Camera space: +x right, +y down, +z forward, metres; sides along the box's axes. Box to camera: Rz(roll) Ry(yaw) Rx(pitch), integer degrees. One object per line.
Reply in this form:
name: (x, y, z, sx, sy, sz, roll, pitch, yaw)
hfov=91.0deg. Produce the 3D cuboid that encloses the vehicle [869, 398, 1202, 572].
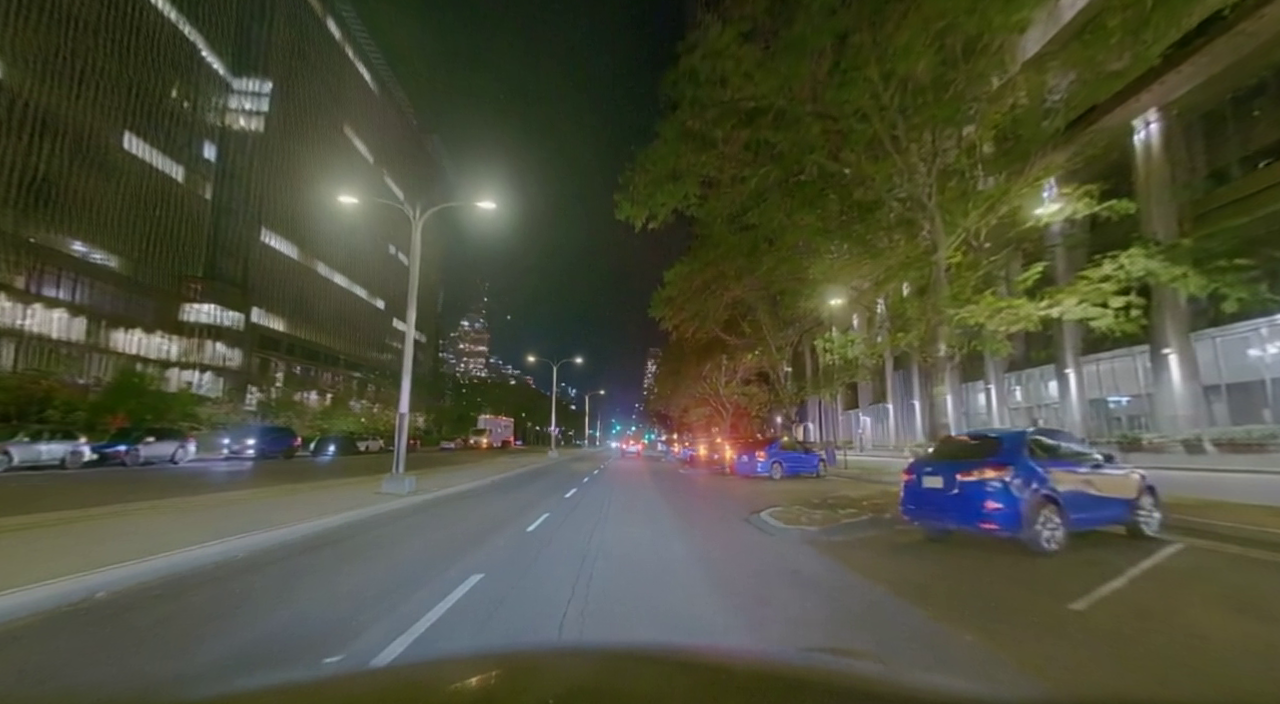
vehicle: (5.000, 1.507, 7.859, 3.995, 1.604, 1.973, 5, -10, -34)

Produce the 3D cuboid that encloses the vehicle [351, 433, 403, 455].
vehicle: (-19.059, 6.722, 45.816, 1.811, 1.502, 4.639, 0, -8, -1)

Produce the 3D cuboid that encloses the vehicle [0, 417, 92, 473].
vehicle: (-19.023, 2.810, 19.003, 1.729, 1.566, 3.462, -1, -8, 1)

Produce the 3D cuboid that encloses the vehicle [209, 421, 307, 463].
vehicle: (-19.055, 4.517, 31.682, 1.972, 1.839, 4.553, 3, -8, 1)

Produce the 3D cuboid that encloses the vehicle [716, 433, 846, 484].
vehicle: (4.683, 3.435, 20.686, 4.047, 1.497, 1.898, 5, -10, -35)

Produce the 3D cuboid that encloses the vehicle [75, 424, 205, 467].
vehicle: (-19.057, 3.591, 24.243, 1.822, 1.506, 3.809, -1, -8, 1)

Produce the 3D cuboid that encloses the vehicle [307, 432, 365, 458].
vehicle: (-19.097, 5.855, 39.703, 1.807, 1.501, 4.134, 0, -8, -3)
